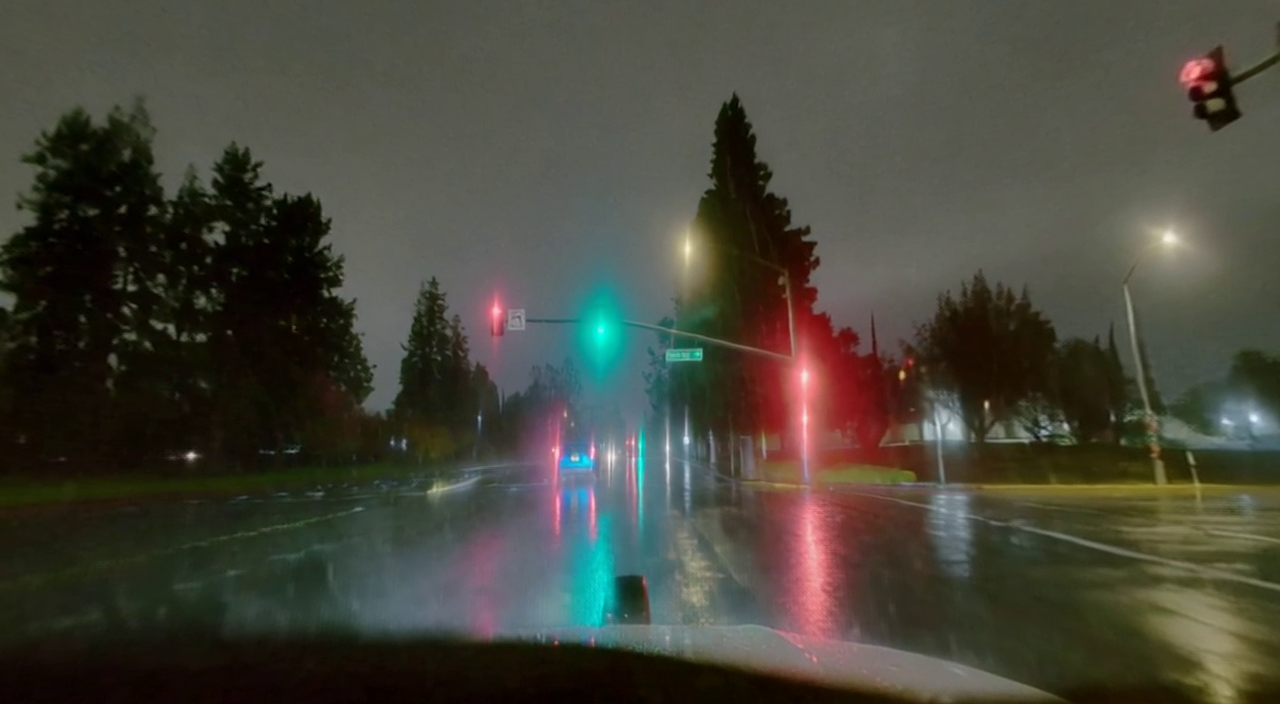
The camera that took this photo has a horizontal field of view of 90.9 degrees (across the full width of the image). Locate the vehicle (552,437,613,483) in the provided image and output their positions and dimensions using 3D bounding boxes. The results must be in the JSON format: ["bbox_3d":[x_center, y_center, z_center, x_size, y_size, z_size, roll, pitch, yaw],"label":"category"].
[{"bbox_3d":[-2.371,4.588,27.184,2.123,1.799,4.425,0,-8,1],"label":"vehicle"}]
